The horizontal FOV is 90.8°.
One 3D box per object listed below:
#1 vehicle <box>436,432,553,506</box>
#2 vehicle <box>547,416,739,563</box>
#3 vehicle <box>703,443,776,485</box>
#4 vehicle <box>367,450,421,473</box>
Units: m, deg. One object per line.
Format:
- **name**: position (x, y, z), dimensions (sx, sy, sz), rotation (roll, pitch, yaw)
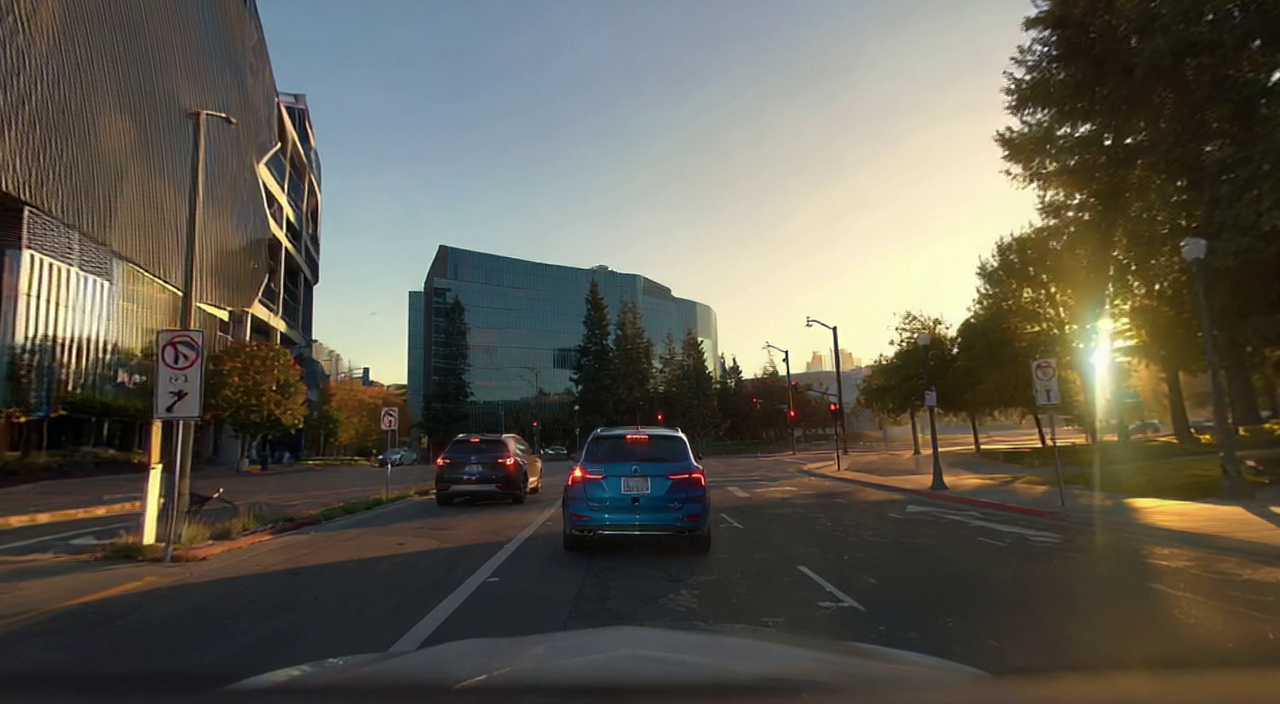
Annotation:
- **vehicle**: position (-3.614, 2.977, 16.553), dimensions (2.068, 1.678, 4.199), rotation (0, -8, 0)
- **vehicle**: position (0.018, 1.887, 9.404), dimensions (2.207, 1.659, 4.155), rotation (0, -8, 0)
- **vehicle**: position (3.725, 4.259, 24.457), dimensions (2.082, 1.445, 4.426), rotation (0, -8, 0)
- **vehicle**: position (-16.630, 7.383, 42.965), dimensions (1.826, 1.422, 4.490), rotation (0, -8, 0)
